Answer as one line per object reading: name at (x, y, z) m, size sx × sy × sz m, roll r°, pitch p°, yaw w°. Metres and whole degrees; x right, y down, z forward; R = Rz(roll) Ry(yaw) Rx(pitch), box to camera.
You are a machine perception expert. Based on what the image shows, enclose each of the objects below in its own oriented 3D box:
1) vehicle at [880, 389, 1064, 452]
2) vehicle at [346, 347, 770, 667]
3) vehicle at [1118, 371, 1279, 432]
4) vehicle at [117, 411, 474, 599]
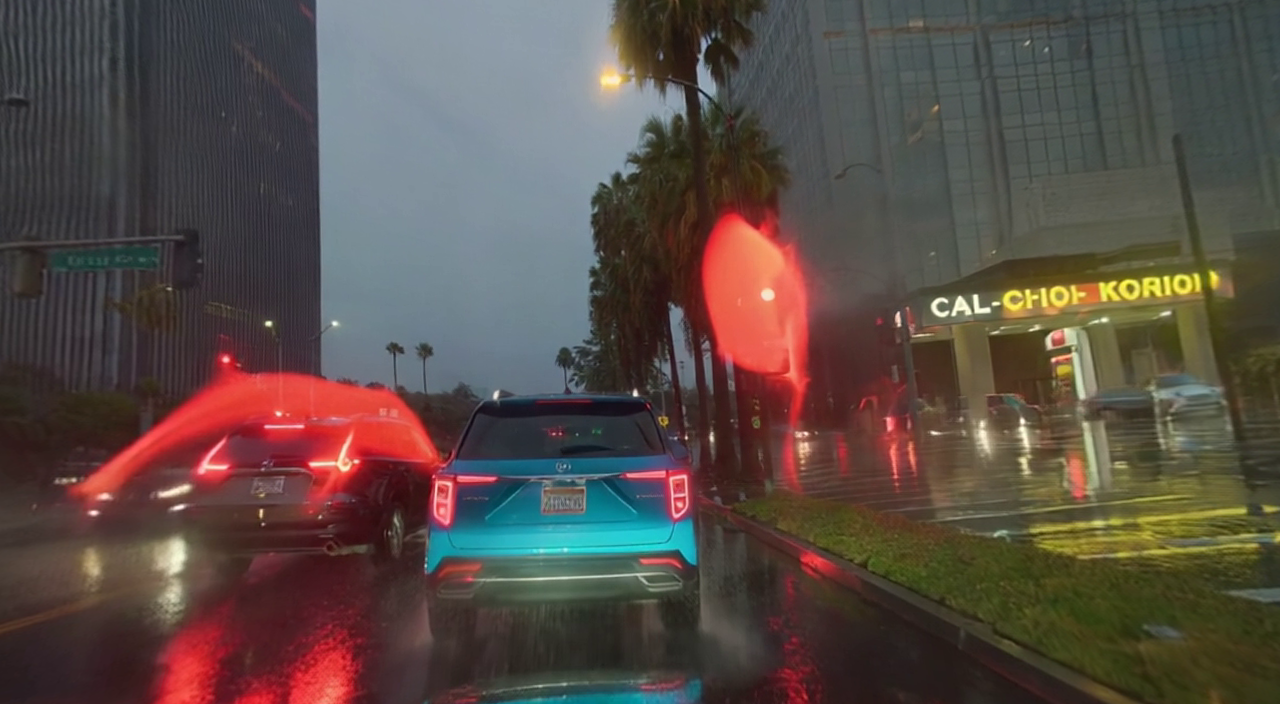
vehicle at (11.621, 2.458, 22.400) m, size 5.307 × 2.076 × 2.122 m, roll 0°, pitch -8°, yaw -4°
vehicle at (-0.552, 1.266, 6.288) m, size 2.519 × 1.913 × 4.819 m, roll 0°, pitch -8°, yaw -2°
vehicle at (20.634, 1.821, 22.714) m, size 5.033 × 1.999 × 2.259 m, roll 0°, pitch -8°, yaw -3°
vehicle at (-3.808, 1.762, 8.356) m, size 2.097 × 1.692 × 5.030 m, roll 0°, pitch -8°, yaw -3°
